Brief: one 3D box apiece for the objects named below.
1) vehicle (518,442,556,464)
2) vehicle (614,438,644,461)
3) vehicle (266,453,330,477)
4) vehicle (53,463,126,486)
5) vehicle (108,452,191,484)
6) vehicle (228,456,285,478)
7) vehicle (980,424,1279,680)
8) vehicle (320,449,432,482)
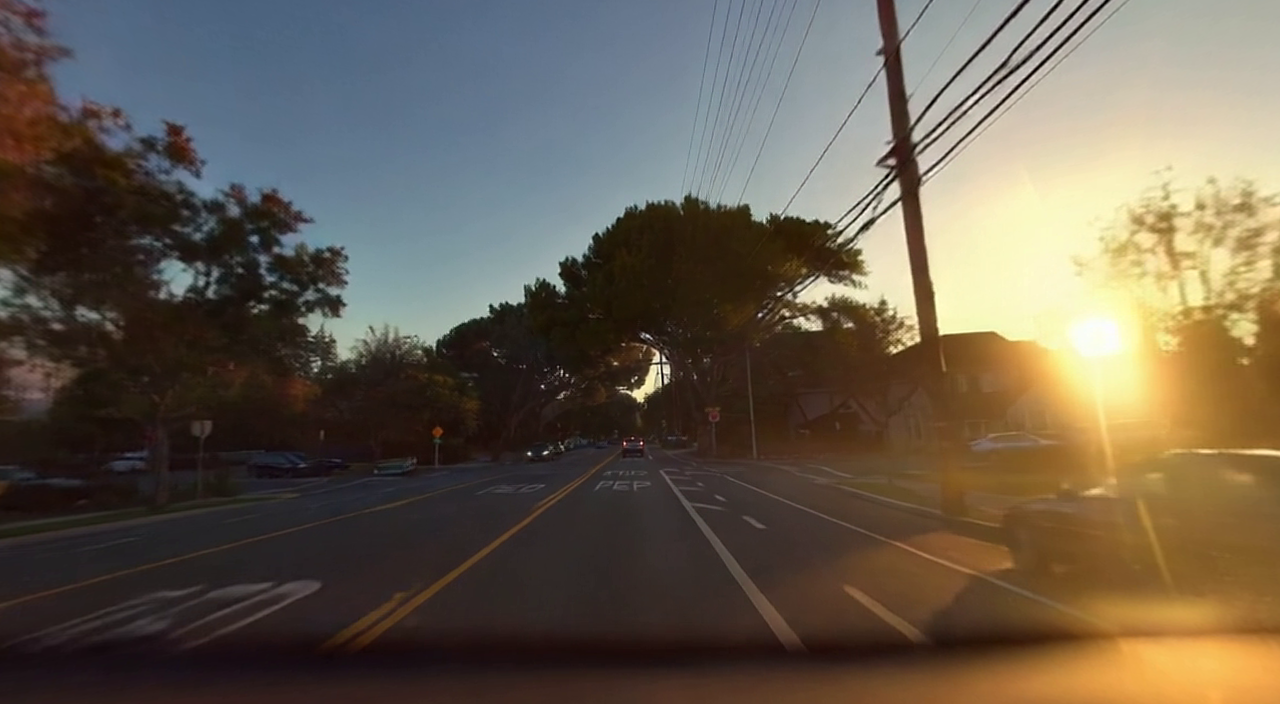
[{"bbox_3d":[-7.457,7.370,46.166,2.034,1.464,4.438,0,-8,0],"label":"vehicle"},{"bbox_3d":[-0.711,6.501,42.272,1.877,1.448,3.830,0,-9,-1],"label":"vehicle"},{"bbox_3d":[-25.331,8.344,47.061,1.932,1.627,4.948,0,-8,1],"label":"vehicle"},{"bbox_3d":[-40.001,8.894,46.021,1.728,1.456,3.782,-1,-9,3],"label":"vehicle"},{"bbox_3d":[-36.563,8.623,47.304,2.162,2.070,5.031,-3,-7,1],"label":"vehicle"},{"bbox_3d":[-28.229,8.471,46.626,1.806,1.503,3.853,0,-9,-2],"label":"vehicle"},{"bbox_3d":[4.742,1.305,4.633,1.987,1.479,4.562,0,-9,1],"label":"vehicle"},{"bbox_3d":[-14.181,6.119,34.215,5.190,1.502,2.085,-3,-8,-1],"label":"vehicle"}]
